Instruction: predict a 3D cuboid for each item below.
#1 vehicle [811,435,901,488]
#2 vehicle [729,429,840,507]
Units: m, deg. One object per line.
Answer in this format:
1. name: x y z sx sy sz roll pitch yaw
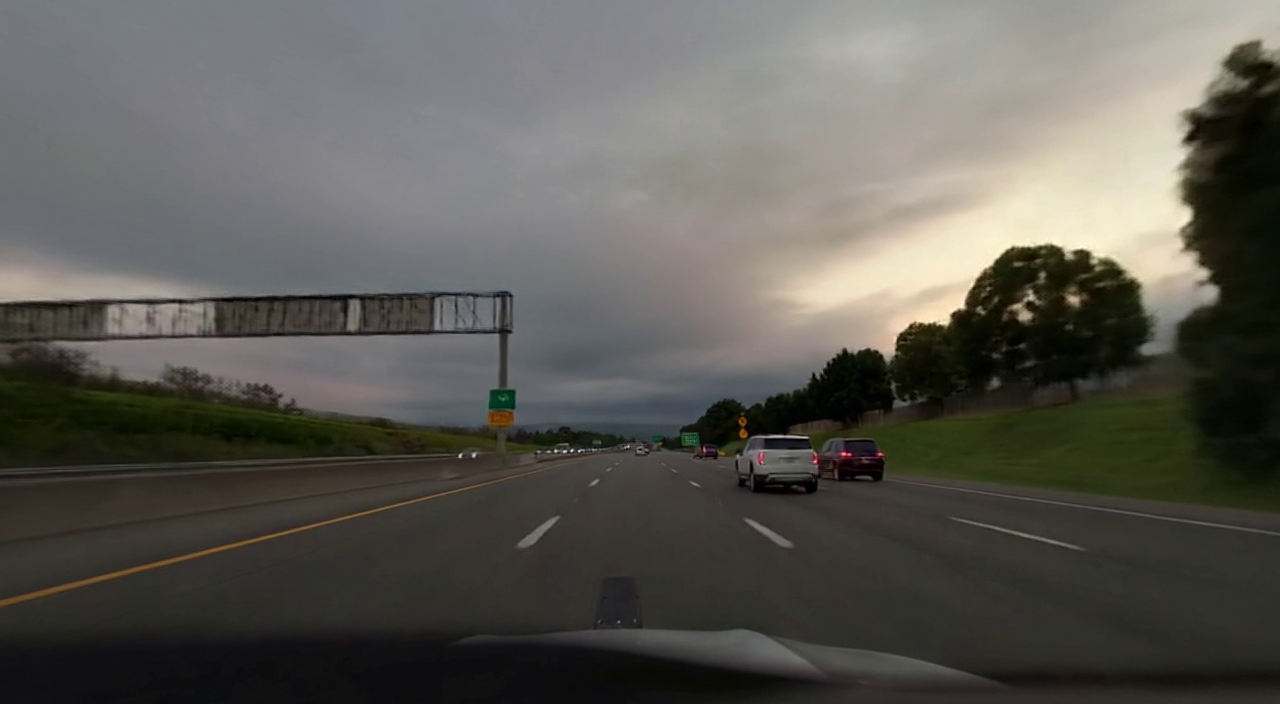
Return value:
1. vehicle: 8.018 4.101 23.652 1.898 1.798 3.805 0 -9 -2
2. vehicle: 3.573 2.957 16.332 1.784 1.733 4.141 0 -9 -1
